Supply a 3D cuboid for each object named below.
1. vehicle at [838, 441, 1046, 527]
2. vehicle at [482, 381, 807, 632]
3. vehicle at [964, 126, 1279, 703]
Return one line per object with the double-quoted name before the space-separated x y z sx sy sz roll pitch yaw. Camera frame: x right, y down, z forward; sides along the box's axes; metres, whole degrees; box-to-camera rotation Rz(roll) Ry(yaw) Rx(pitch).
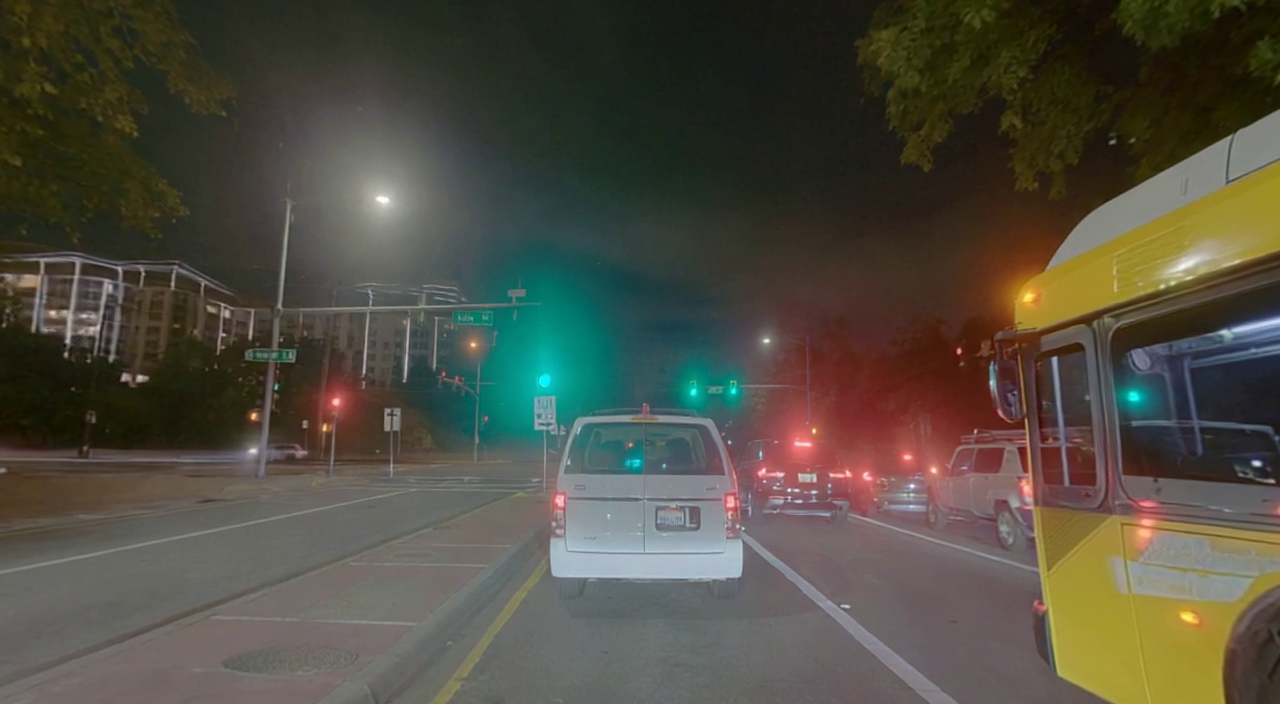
"vehicle" 5.974 2.635 13.226 1.987 1.457 4.675 0 -8 -1
"vehicle" 0.008 1.472 7.007 2.381 1.842 4.603 0 -8 -1
"vehicle" 2.610 0.315 0.427 2.037 2.065 5.037 0 -8 0
